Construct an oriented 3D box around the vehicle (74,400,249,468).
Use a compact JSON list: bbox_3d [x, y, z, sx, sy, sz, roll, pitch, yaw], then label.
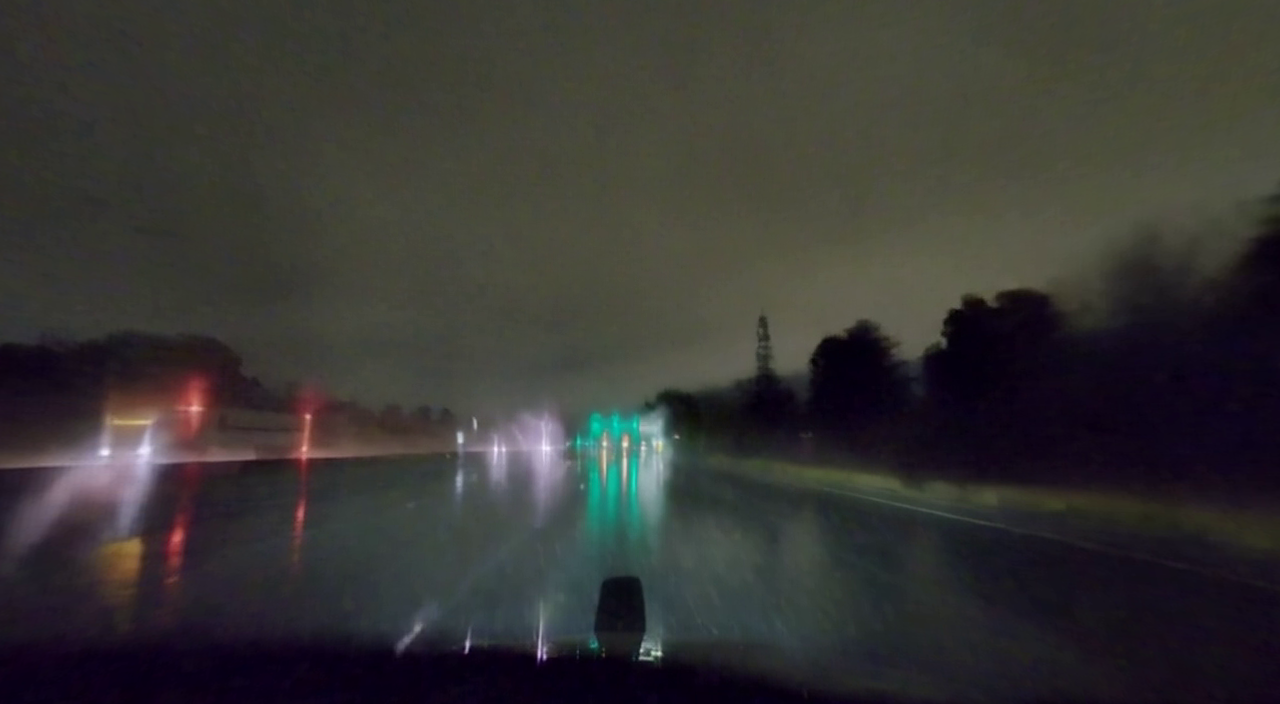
[{"bbox_3d":[-30.304,5.492,41.040,2.928,3.779,11.157,0,-9,-2],"label":"vehicle"}]
